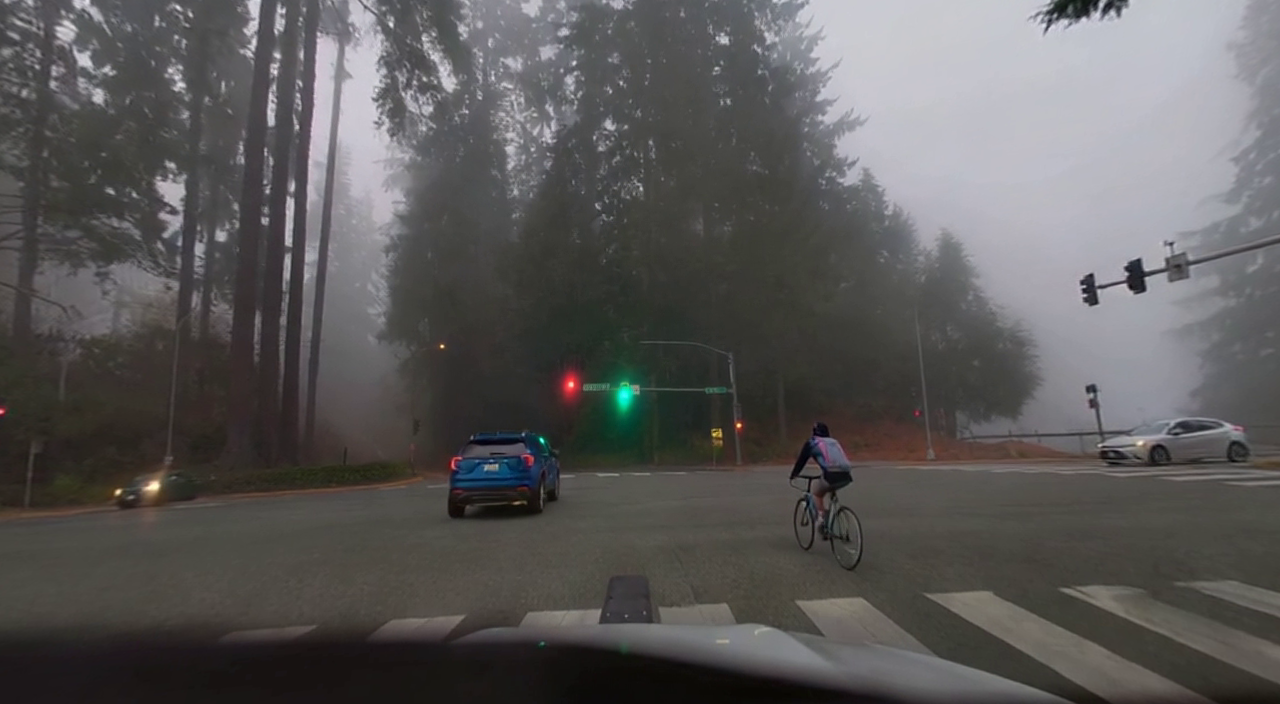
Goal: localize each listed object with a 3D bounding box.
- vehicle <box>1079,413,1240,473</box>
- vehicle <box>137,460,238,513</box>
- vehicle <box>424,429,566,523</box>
[{"bbox_3d":[18.928,3.327,23.085,4.237,1.948,1.997,-1,-9,-8],"label":"vehicle"},{"bbox_3d":[-15.032,4.411,21.215,2.171,1.474,4.513,5,-10,-29],"label":"vehicle"},{"bbox_3d":[-3.001,2.689,14.254,2.049,1.756,4.602,0,-9,1],"label":"vehicle"}]
